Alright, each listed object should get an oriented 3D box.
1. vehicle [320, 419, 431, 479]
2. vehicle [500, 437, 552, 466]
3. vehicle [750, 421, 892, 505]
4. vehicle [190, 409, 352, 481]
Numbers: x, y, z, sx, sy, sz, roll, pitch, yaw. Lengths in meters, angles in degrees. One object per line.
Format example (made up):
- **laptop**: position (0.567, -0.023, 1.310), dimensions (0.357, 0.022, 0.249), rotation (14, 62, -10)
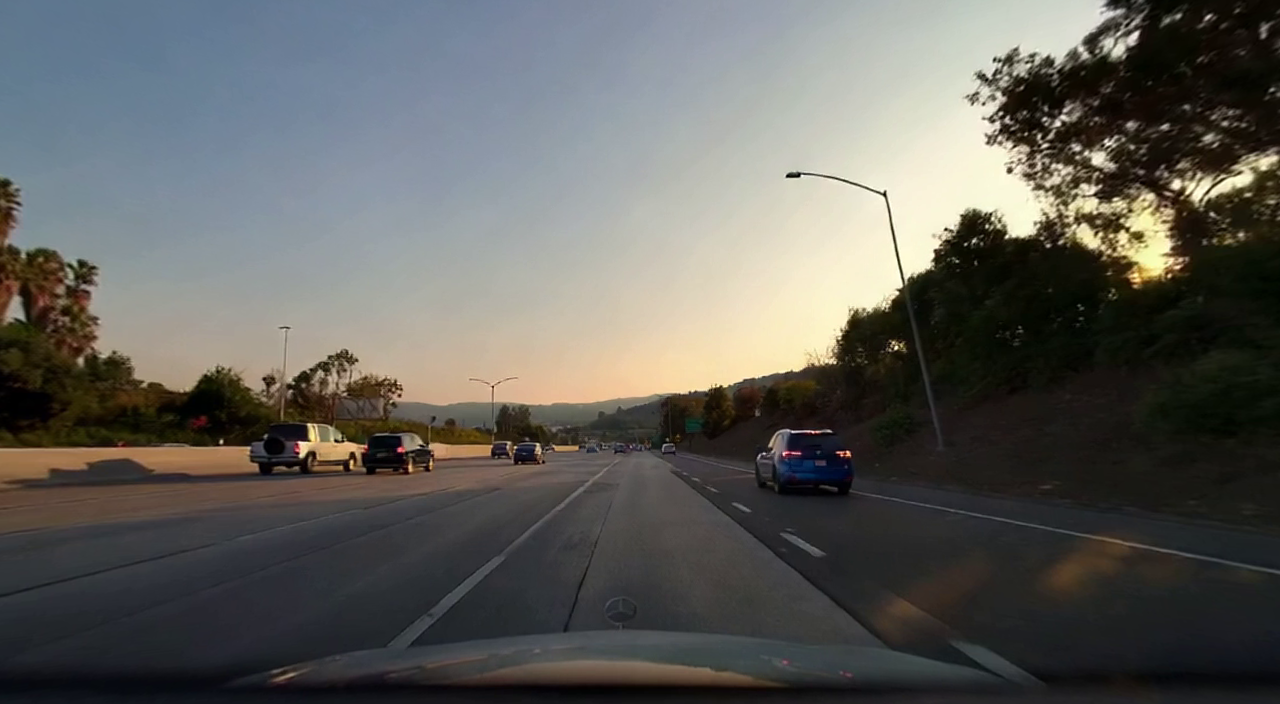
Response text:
- **vehicle**: position (-10.837, 4.052, 26.394), dimensions (2.261, 2.230, 5.435), rotation (0, -8, 0)
- **vehicle**: position (-7.416, 6.517, 41.524), dimensions (2.503, 1.775, 4.763), rotation (0, -9, 0)
- **vehicle**: position (4.517, 2.872, 16.672), dimensions (2.184, 1.892, 4.763), rotation (0, -9, -2)
- **vehicle**: position (-14.585, 3.770, 25.565), dimensions (2.647, 2.508, 6.337), rotation (0, -8, 1)
